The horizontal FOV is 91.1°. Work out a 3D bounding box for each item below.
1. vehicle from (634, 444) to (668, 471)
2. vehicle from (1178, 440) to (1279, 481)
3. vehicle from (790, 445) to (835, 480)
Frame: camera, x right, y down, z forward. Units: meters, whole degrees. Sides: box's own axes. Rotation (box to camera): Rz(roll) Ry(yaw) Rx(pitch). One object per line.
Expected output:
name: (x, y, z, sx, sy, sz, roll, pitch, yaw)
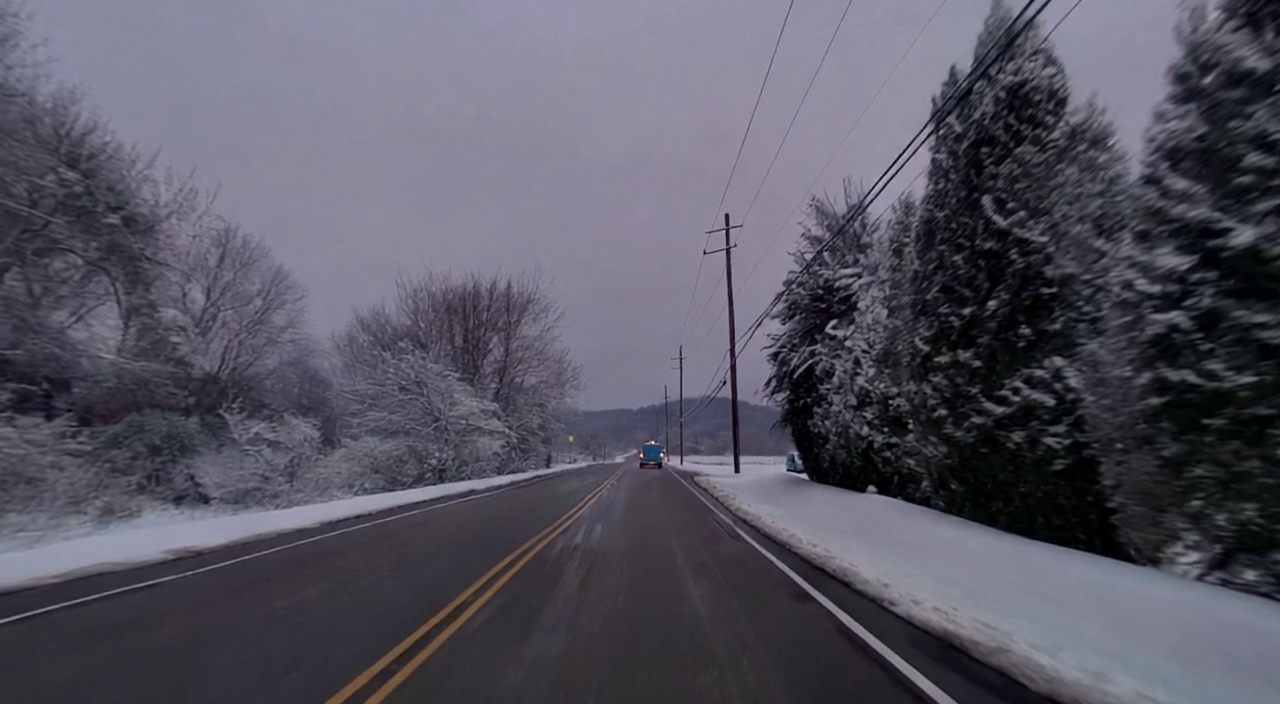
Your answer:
vehicle: (0.792, 7.697, 46.108, 2.319, 1.843, 4.513, 0, -8, 1)
vehicle: (31.504, 5.507, 32.121, 5.480, 1.948, 2.344, -1, -7, 8)
vehicle: (11.072, 7.094, 40.591, 2.077, 1.919, 4.690, -4, -8, 7)
